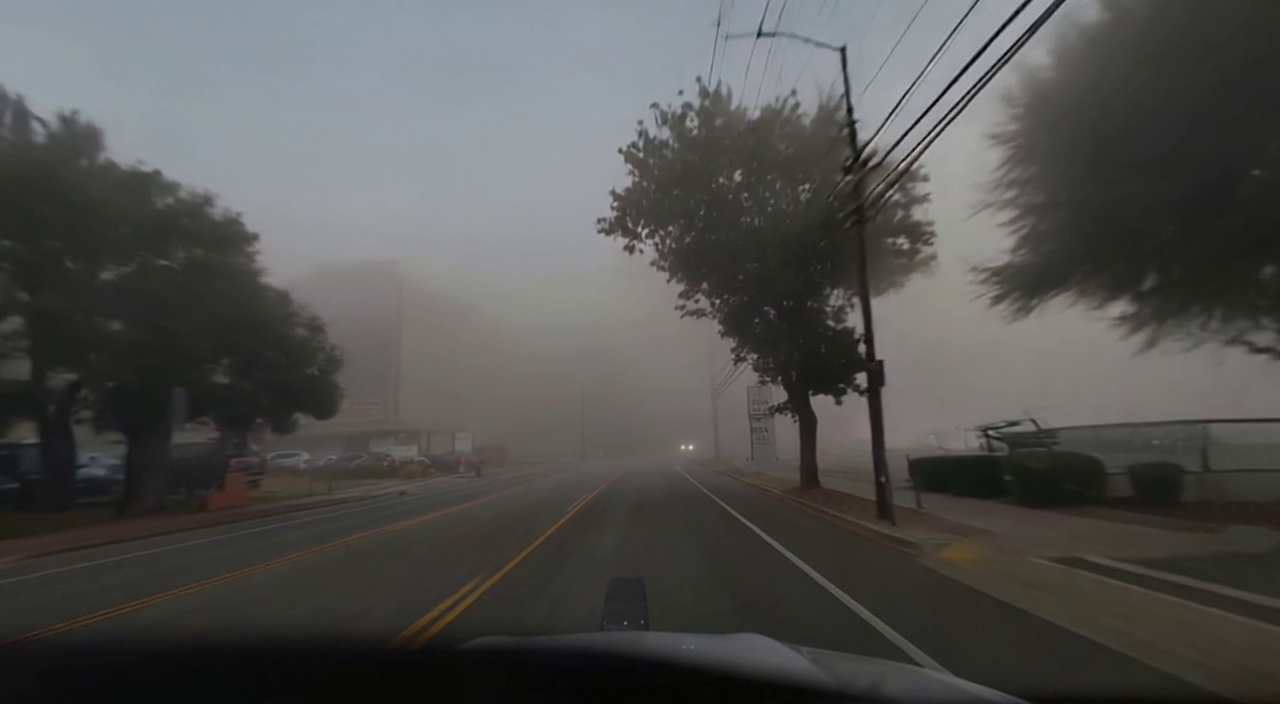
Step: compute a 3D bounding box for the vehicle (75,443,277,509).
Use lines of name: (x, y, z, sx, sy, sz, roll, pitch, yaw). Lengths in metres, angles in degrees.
vehicle: (-14.255, 3.799, 19.979, 1.949, 1.735, 5.568, -1, -8, 3)

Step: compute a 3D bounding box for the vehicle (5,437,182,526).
vehicle: (-16.820, 3.919, 19.699, 1.972, 1.891, 3.936, 2, 0, 2)

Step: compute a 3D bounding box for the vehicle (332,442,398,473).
vehicle: (-19.176, 7.369, 44.285, 2.099, 2.038, 5.624, 0, -9, 0)

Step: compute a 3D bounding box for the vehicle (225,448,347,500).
vehicle: (-14.263, 4.908, 25.881, 2.053, 1.772, 5.189, -3, -9, 0)

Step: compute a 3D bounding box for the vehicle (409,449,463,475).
vehicle: (-13.969, 7.531, 43.441, 2.122, 1.440, 4.601, -4, -8, 0)

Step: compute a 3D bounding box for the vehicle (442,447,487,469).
vehicle: (-13.584, 8.205, 49.009, 2.070, 1.577, 4.652, 0, -9, 2)
